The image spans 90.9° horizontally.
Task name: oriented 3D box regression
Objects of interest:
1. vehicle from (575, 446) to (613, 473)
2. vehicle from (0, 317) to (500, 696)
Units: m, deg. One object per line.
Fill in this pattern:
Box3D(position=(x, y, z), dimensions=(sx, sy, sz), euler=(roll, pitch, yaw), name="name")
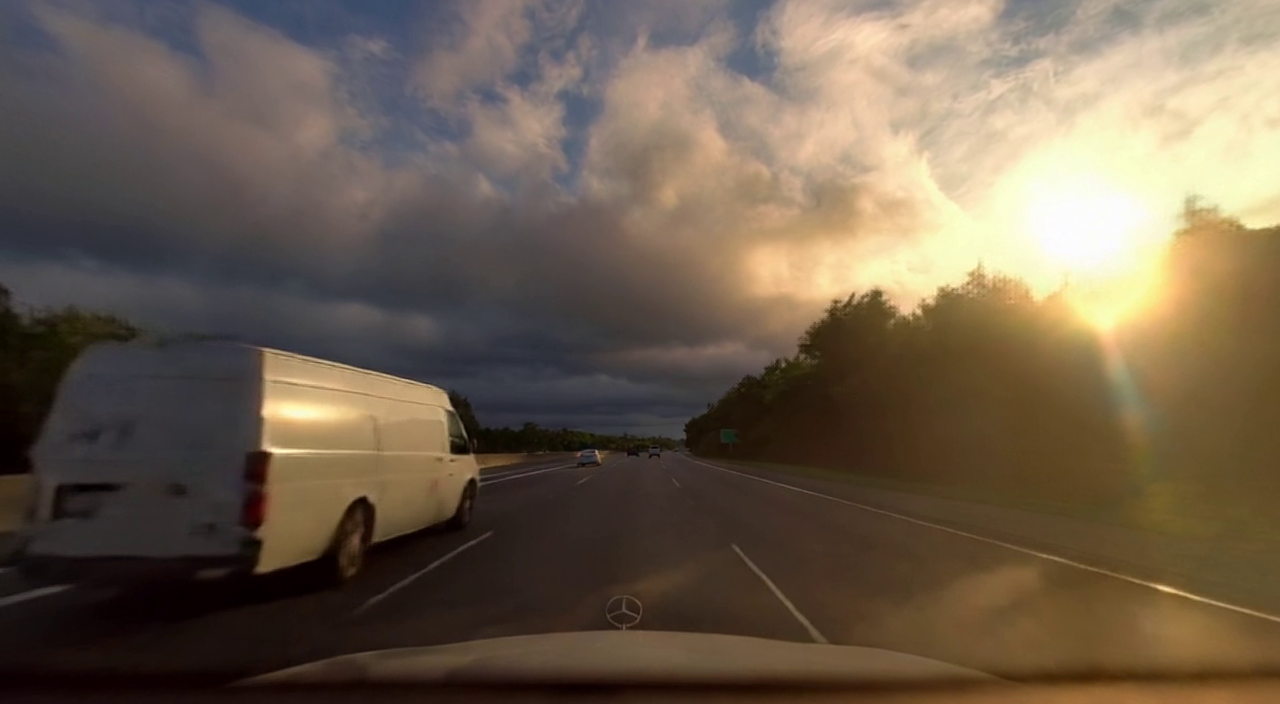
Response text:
Box3D(position=(-2.812, 6.694, 39.359), dimensions=(1.959, 1.571, 4.313), euler=(-1, -9, 1), name="vehicle")
Box3D(position=(-3.077, 1.197, 5.932), dimensions=(2.219, 2.033, 4.911), euler=(-1, -9, 2), name="vehicle")
